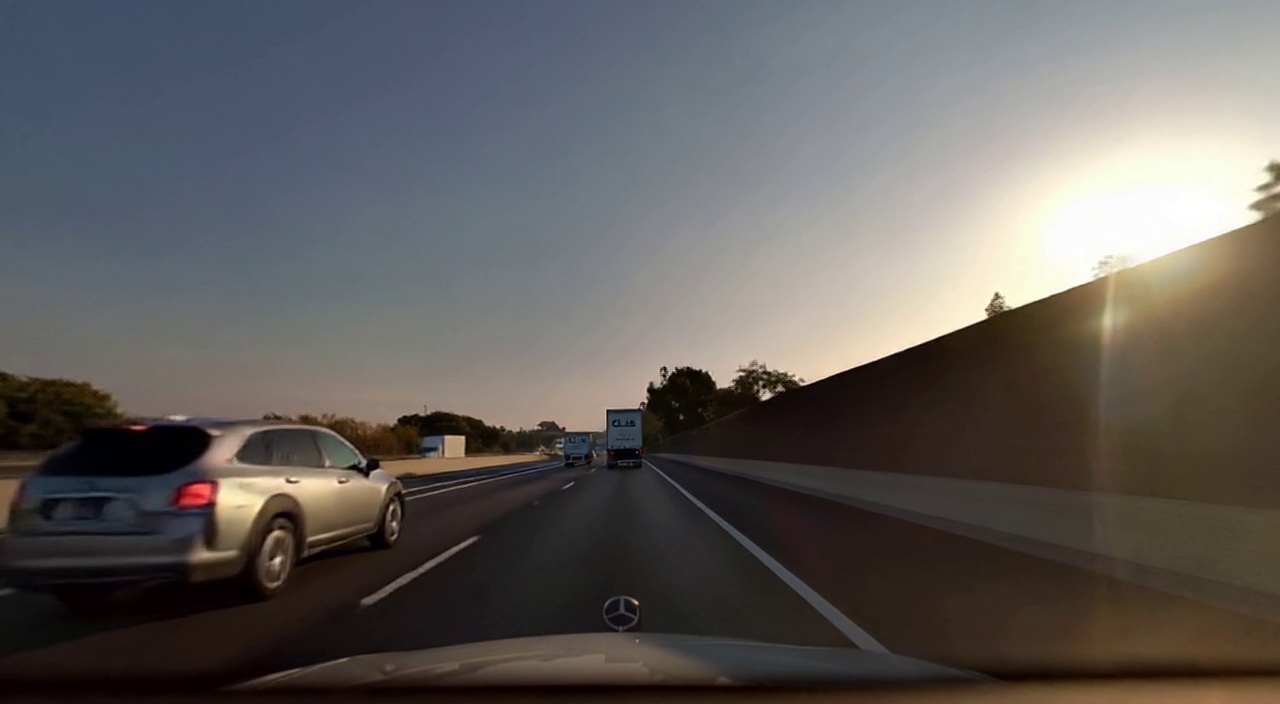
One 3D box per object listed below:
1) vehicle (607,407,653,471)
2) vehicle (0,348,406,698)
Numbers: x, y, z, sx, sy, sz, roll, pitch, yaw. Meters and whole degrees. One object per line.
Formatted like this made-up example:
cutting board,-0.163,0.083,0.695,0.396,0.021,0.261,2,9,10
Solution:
vehicle,-0.753,6.288,44.983,2.923,4.007,9.760,0,-9,-1
vehicle,-4.356,1.335,6.102,2.226,1.935,5.130,0,-9,-1
